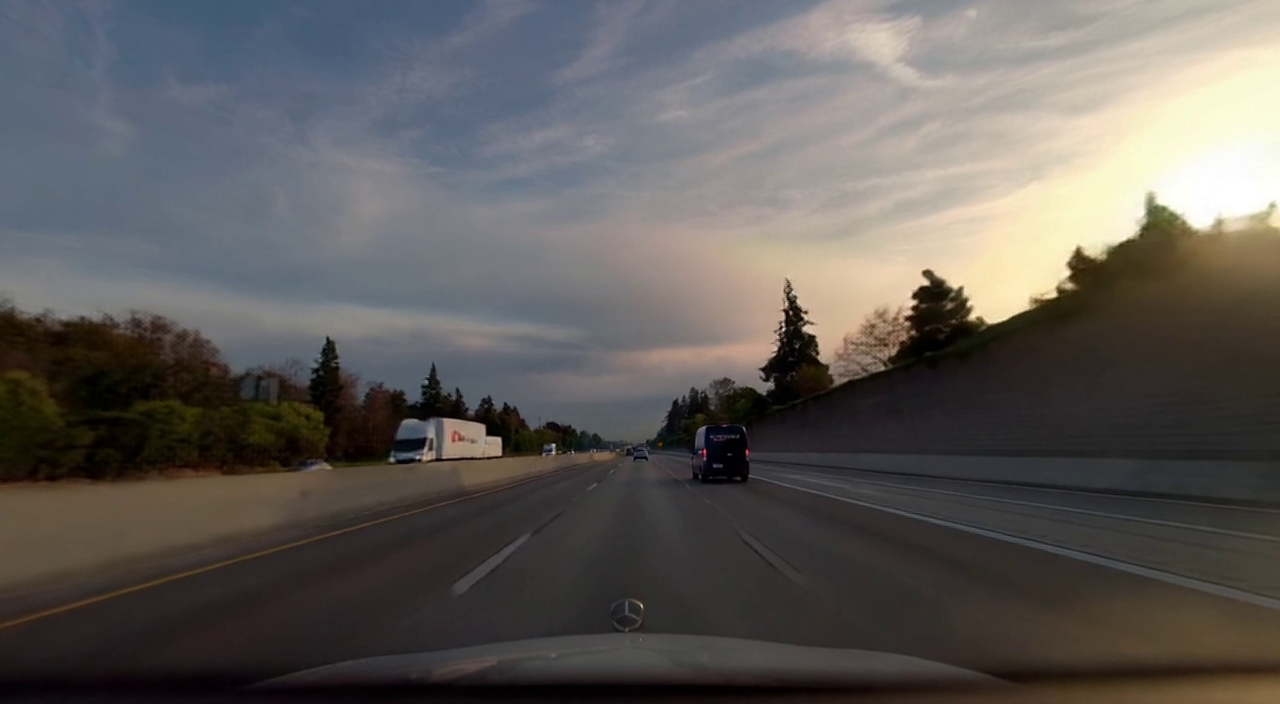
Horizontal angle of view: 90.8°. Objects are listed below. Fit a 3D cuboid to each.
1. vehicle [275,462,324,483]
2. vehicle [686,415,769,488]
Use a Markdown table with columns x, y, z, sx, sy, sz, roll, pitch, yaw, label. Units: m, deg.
| x | y | z | sx | sy | sz | roll | pitch | yaw | label |
| --- | --- | --- | --- | --- | --- | --- | --- | --- | --- |
| -24.425 | 8.615 | 45.403 | 1.568 | 1.378 | 3.479 | 0 | -9 | -1 | vehicle |
| 3.326 | 3.993 | 25.422 | 2.373 | 2.561 | 5.922 | 0 | -9 | -1 | vehicle |
